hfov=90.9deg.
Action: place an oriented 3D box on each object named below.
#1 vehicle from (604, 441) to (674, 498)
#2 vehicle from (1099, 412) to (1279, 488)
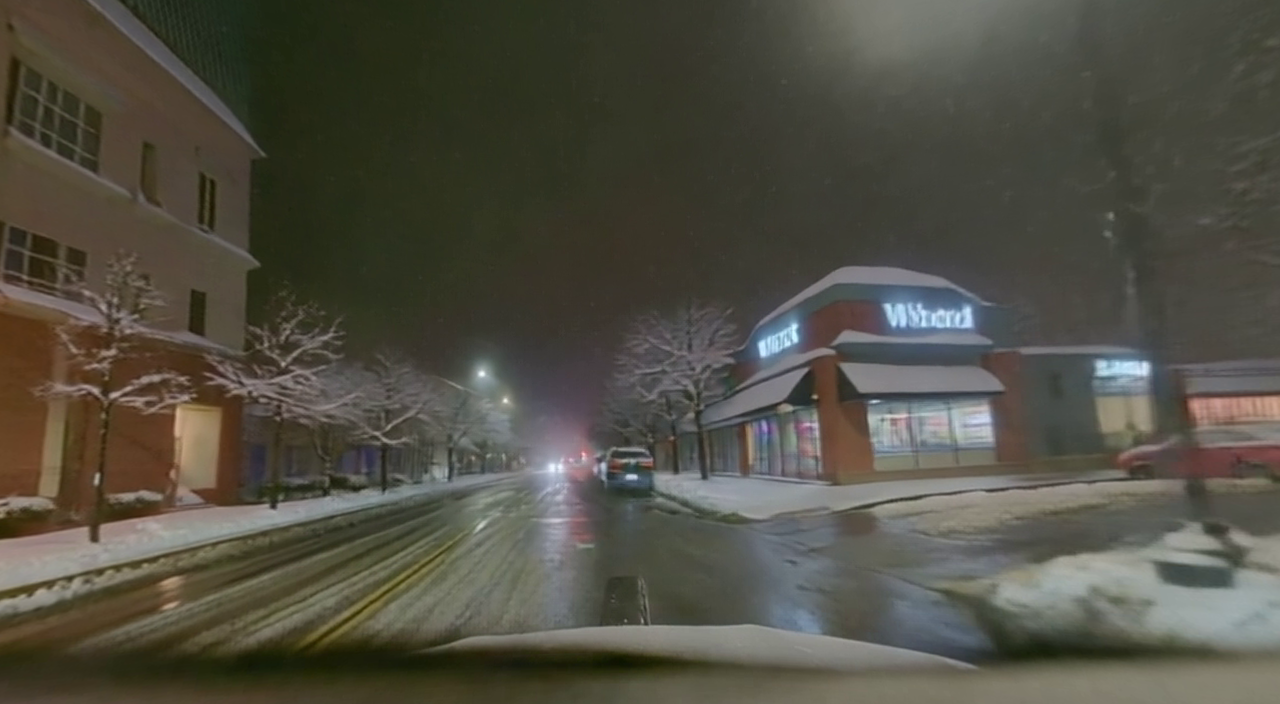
[{"bbox_3d":[-0.167,4.722,25.431,2.150,2.013,4.748,0,-10,-8],"label":"vehicle"},{"bbox_3d":[14.216,2.358,15.017,1.869,1.618,4.814,5,-12,-29],"label":"vehicle"}]
